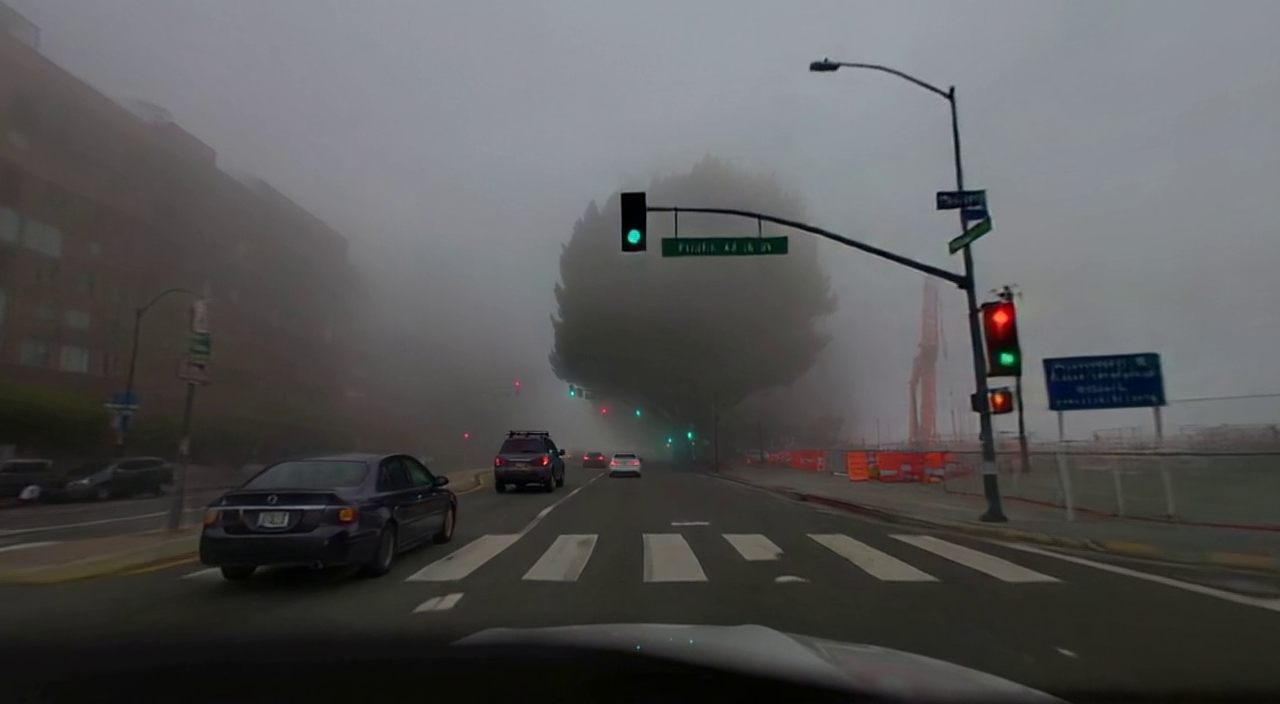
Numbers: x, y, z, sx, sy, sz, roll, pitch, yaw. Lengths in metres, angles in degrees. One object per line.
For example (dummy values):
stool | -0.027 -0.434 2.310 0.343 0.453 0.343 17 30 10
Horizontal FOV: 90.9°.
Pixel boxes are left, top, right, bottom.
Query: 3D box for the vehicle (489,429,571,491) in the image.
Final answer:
vehicle | -3.961 3.981 23.598 2.240 2.054 4.662 0 -9 0

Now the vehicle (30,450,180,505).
vehicle | -19.618 4.557 23.414 1.892 1.705 4.321 -1 -8 -3

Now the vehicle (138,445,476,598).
vehicle | -3.709 1.925 8.214 1.959 1.406 4.527 0 -9 0

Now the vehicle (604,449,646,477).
vehicle | -0.811 6.132 35.017 2.171 1.422 4.146 0 -9 -1
